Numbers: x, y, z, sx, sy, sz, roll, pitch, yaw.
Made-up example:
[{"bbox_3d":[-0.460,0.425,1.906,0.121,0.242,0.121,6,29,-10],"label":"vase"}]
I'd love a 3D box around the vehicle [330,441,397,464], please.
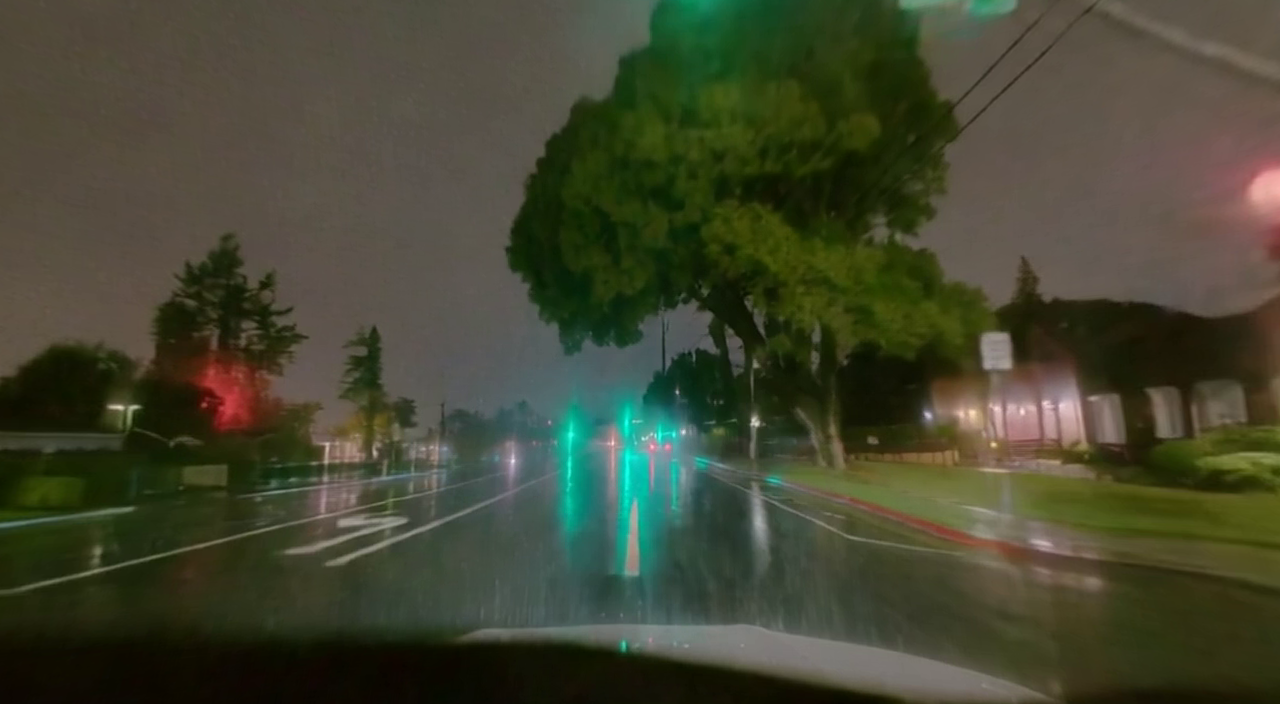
[{"bbox_3d":[-20.939,7.634,47.966,4.206,1.721,1.807,0,-8,0],"label":"vehicle"}]

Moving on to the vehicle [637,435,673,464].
[{"bbox_3d":[0.940,6.496,42.148,2.215,1.799,4.426,0,-8,-1],"label":"vehicle"}]
